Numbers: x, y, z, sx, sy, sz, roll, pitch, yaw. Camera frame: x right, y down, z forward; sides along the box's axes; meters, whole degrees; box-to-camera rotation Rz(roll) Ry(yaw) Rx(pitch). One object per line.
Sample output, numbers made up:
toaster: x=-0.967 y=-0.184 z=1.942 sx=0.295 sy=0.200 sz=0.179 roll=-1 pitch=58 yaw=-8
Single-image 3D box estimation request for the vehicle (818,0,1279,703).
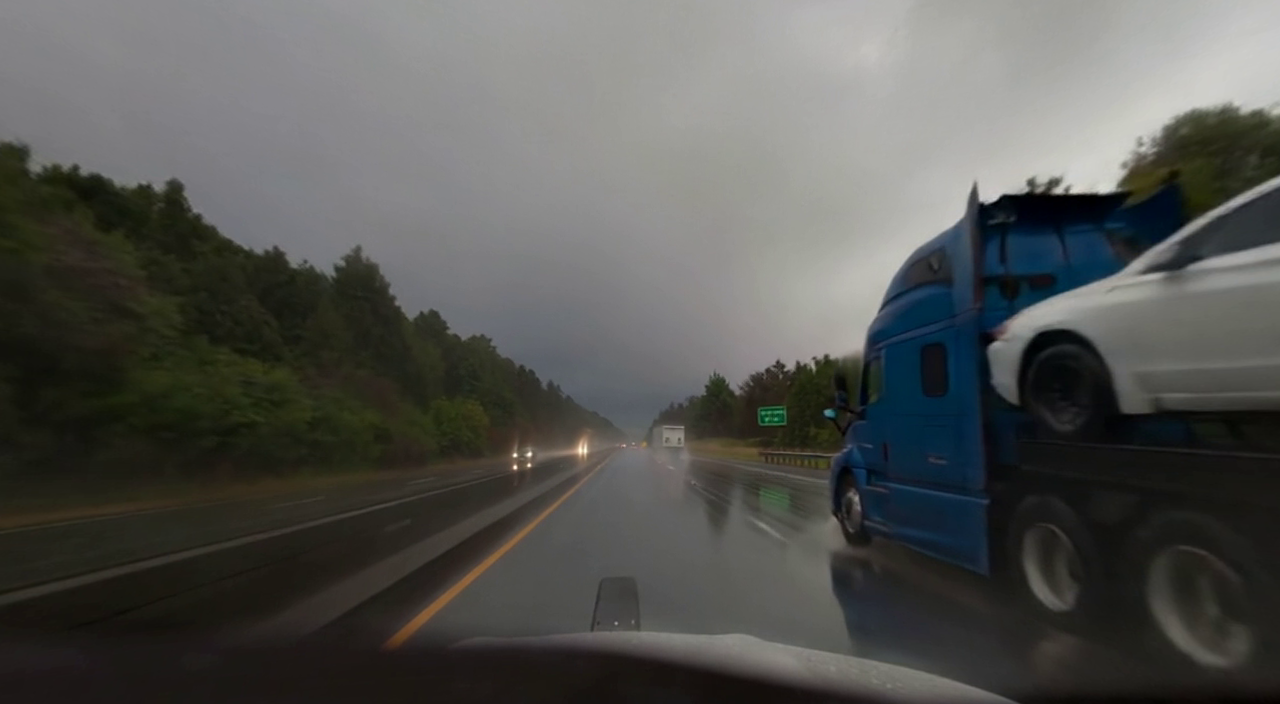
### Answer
vehicle: x=4.247 y=0.163 z=3.988 sx=3.101 sy=3.507 sz=9.878 roll=0 pitch=-8 yaw=-1
